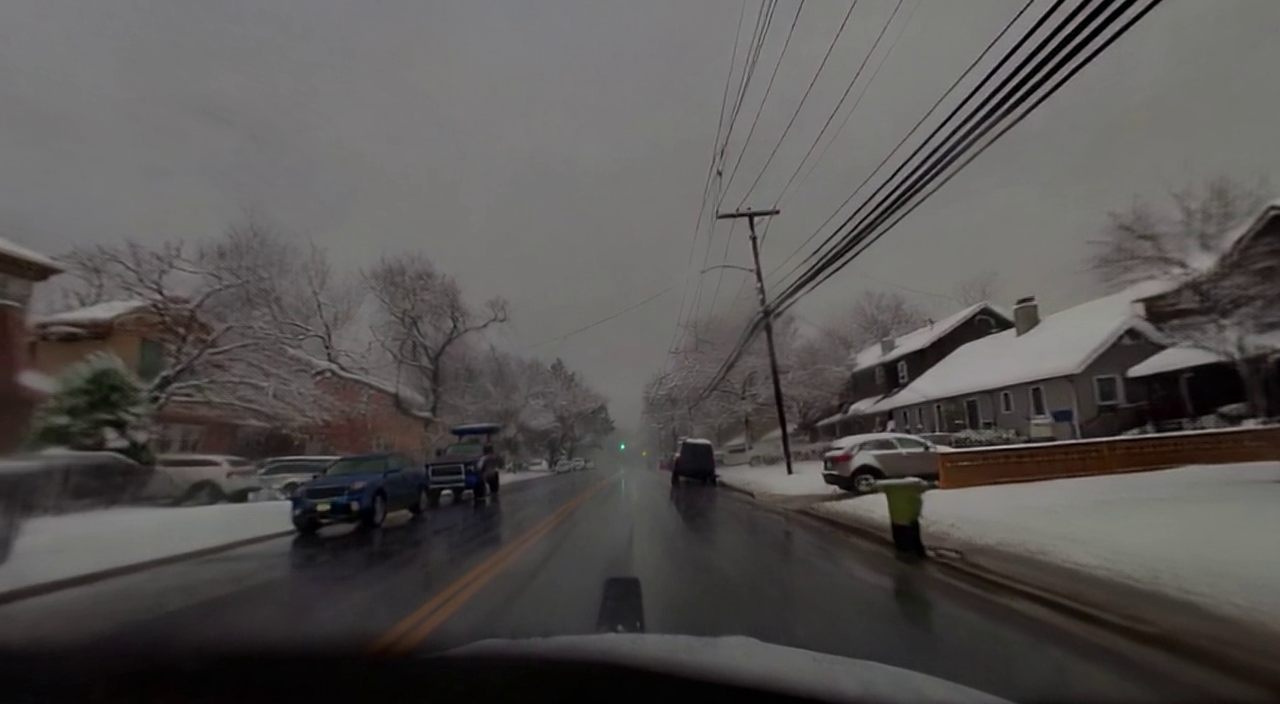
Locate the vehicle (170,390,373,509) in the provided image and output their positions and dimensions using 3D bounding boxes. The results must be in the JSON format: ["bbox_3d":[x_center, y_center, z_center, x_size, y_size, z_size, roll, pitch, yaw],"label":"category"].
[{"bbox_3d":[-11.769,3.266,21.351,2.781,3.221,7.995,1,-9,-7],"label":"vehicle"}]

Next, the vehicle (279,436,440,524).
[{"bbox_3d":[-6.754,3.235,15.880,2.046,1.777,4.473,-2,-12,-1],"label":"vehicle"}]

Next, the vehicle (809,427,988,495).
[{"bbox_3d":[7.846,3.410,19.512,4.489,1.812,2.056,-1,-14,-5],"label":"vehicle"}]

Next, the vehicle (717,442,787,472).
[{"bbox_3d":[7.824,7.414,44.473,4.421,1.836,1.956,-2,-13,-1],"label":"vehicle"}]

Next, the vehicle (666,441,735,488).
[{"bbox_3d":[2.645,5.090,28.976,2.203,1.952,5.111,1,-9,-5],"label":"vehicle"}]

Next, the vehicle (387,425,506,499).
[{"bbox_3d":[-6.712,4.079,22.844,2.269,2.229,6.042,-2,-12,1],"label":"vehicle"}]
